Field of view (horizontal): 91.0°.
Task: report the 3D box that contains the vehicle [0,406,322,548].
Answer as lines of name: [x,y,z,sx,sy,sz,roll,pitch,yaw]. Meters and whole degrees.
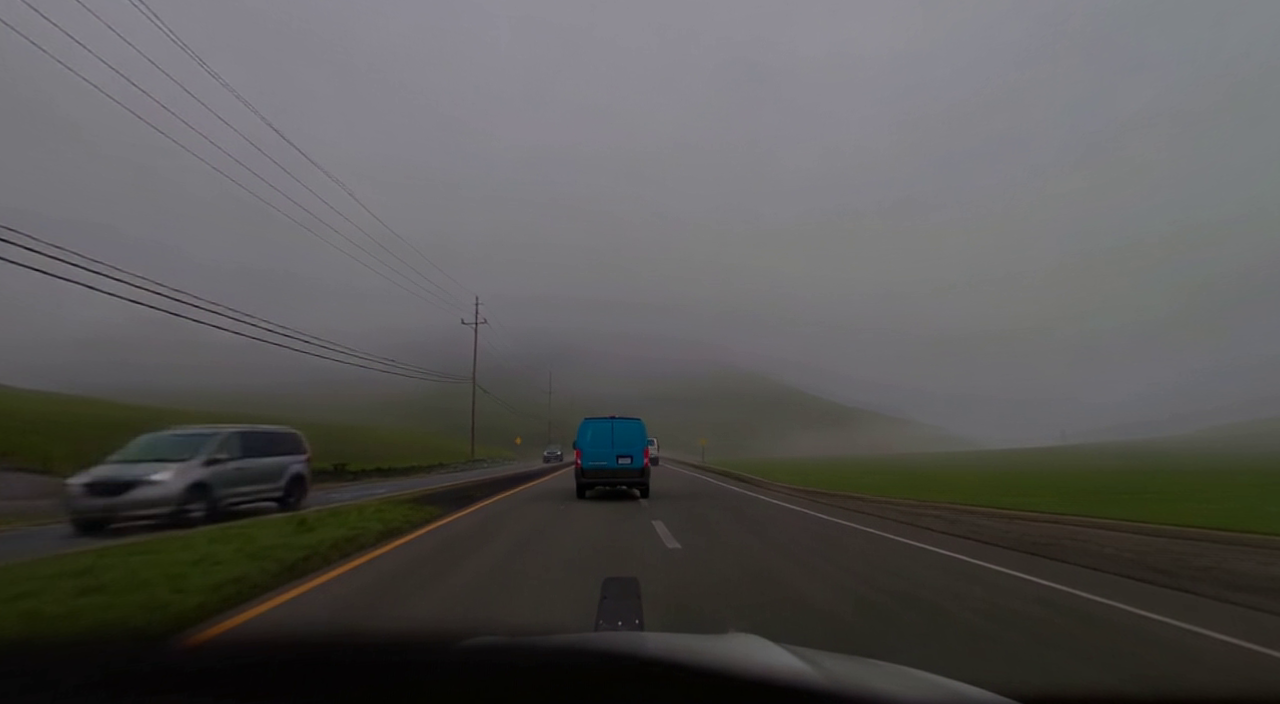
vehicle: [-9.448,2.451,13.186,2.260,2.264,5.982,0,-8,2]

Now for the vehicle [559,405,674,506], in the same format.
vehicle: [-0.607,2.556,15.823,2.454,2.144,4.535,0,-8,-3]
